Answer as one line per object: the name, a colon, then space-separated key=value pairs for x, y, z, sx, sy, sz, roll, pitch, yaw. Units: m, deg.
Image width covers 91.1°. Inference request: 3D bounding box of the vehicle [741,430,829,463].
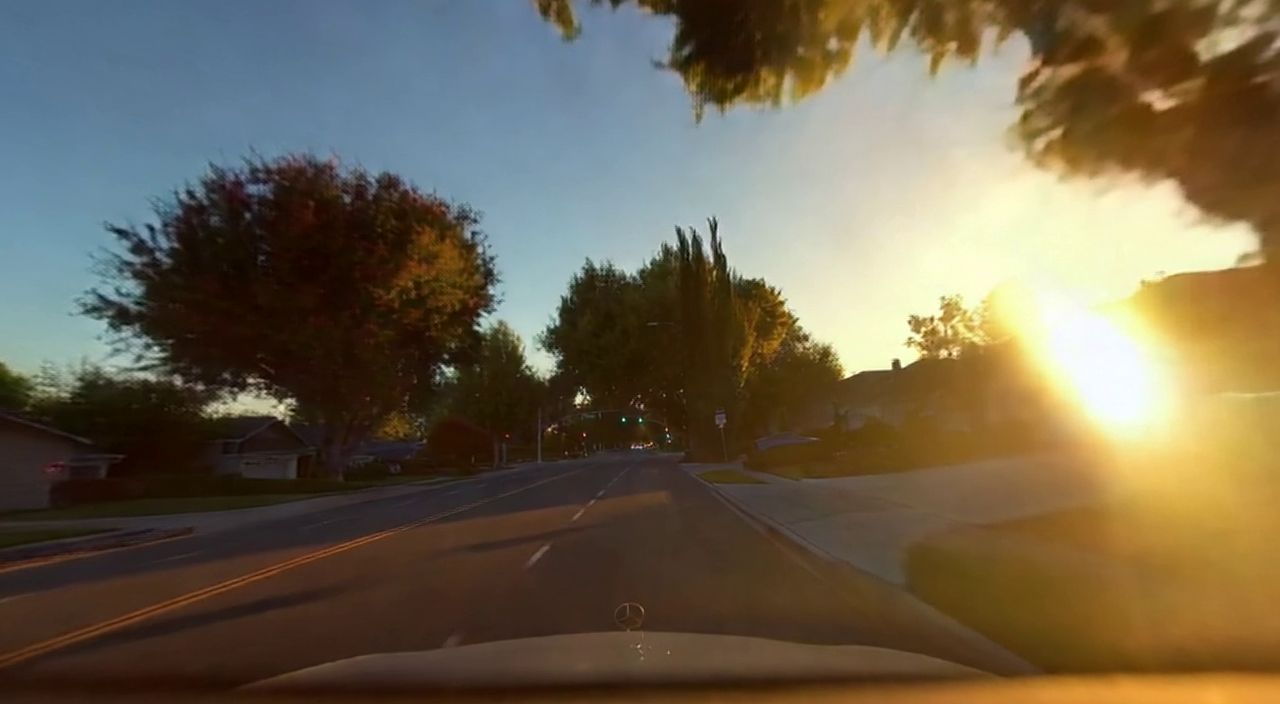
vehicle: x=8.466 y=5.523 z=36.766 sx=4.636 sy=1.823 sz=1.997 roll=3 pitch=-9 yaw=-18
